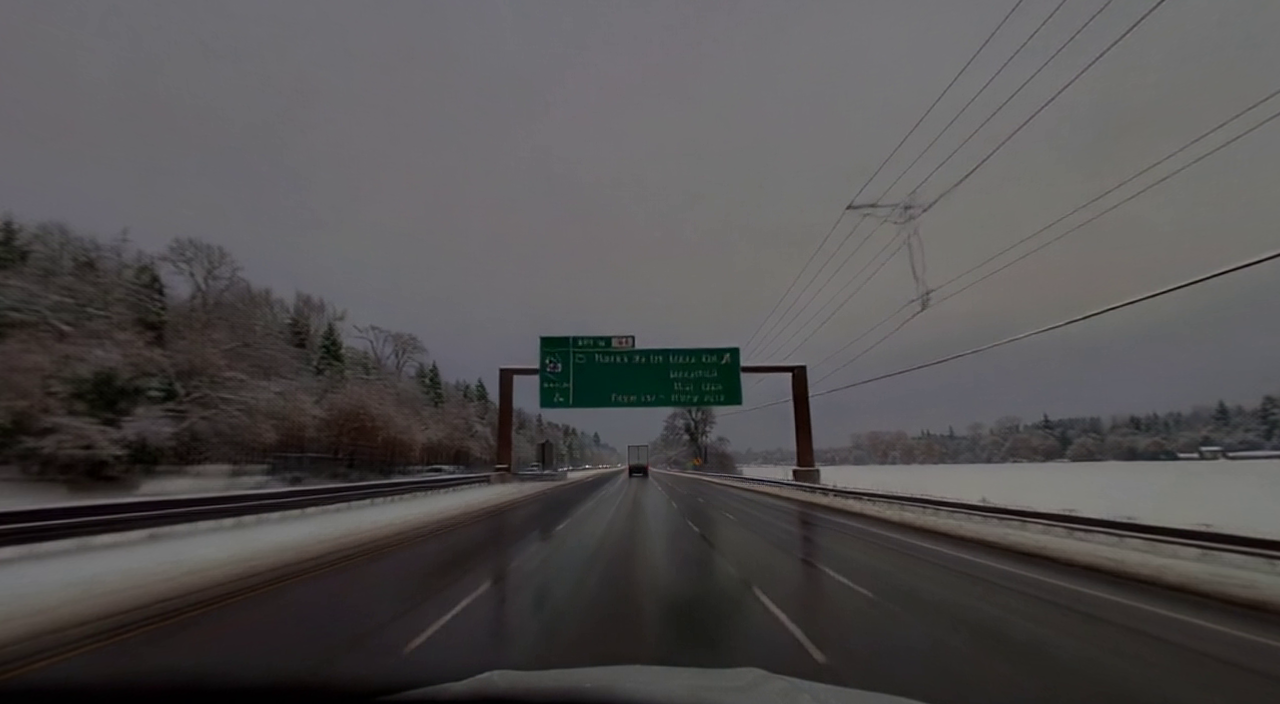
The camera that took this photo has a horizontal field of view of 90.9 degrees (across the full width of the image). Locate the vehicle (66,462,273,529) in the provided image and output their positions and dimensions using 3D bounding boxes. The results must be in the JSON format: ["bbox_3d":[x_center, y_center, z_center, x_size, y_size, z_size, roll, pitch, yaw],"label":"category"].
[{"bbox_3d":[-11.883,3.638,16.412,1.881,1.438,4.529,1,-10,0],"label":"vehicle"}]

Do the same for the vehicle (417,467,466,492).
[{"bbox_3d":[-12.095,7.806,38.623,1.730,1.406,3.971,1,-10,0],"label":"vehicle"}]
